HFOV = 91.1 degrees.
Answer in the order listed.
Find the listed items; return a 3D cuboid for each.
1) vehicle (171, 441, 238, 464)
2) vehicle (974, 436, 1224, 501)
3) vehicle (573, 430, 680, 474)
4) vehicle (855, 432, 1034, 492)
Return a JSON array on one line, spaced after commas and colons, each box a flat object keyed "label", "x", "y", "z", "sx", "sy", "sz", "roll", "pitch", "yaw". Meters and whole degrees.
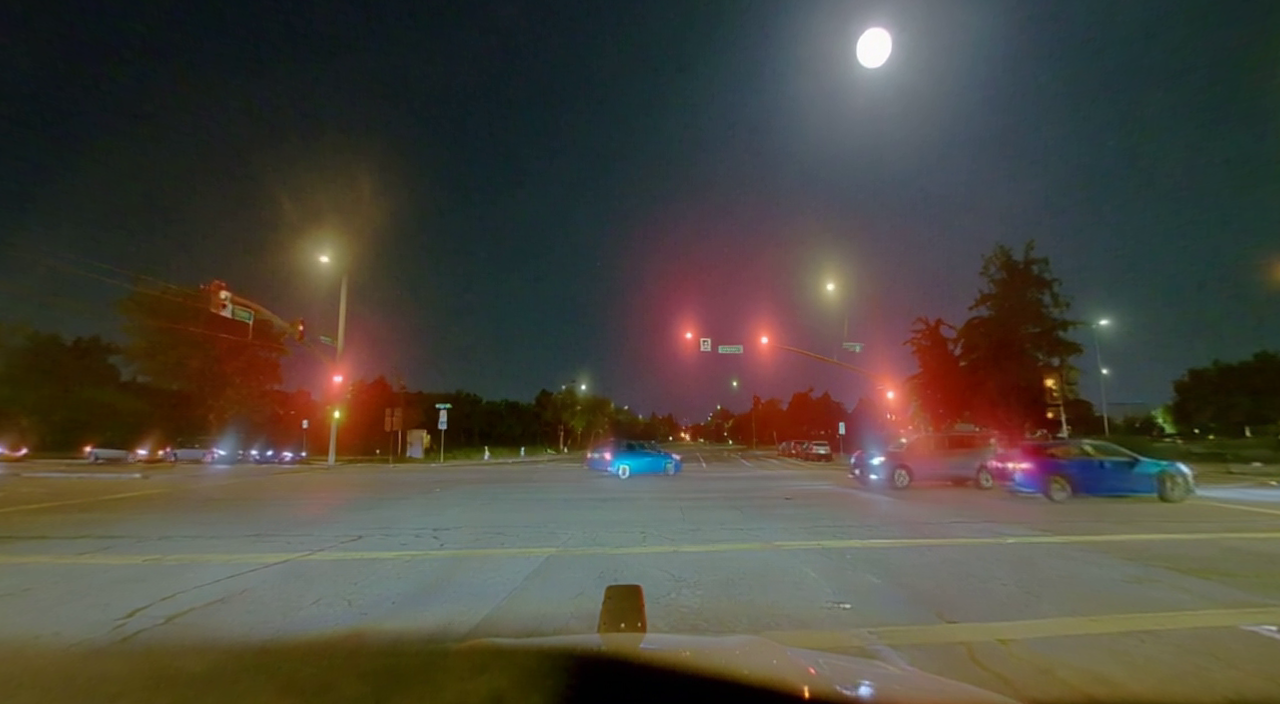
[{"label": "vehicle", "x": -29.105, "y": 6.699, "z": 42.040, "sx": 1.696, "sy": 1.431, "sz": 3.686, "roll": -1, "pitch": -8, "yaw": 3}, {"label": "vehicle", "x": 11.891, "y": 3.029, "z": 16.545, "sx": 5.000, "sy": 1.559, "sz": 1.960, "roll": 0, "pitch": -8, "yaw": 0}, {"label": "vehicle", "x": -0.532, "y": 4.316, "z": 27.293, "sx": 4.346, "sy": 1.753, "sz": 1.994, "roll": 7, "pitch": -11, "yaw": -40}, {"label": "vehicle", "x": 9.591, "y": 3.463, "z": 20.059, "sx": 4.580, "sy": 1.768, "sz": 2.134, "roll": 0, "pitch": -8, "yaw": -3}]
